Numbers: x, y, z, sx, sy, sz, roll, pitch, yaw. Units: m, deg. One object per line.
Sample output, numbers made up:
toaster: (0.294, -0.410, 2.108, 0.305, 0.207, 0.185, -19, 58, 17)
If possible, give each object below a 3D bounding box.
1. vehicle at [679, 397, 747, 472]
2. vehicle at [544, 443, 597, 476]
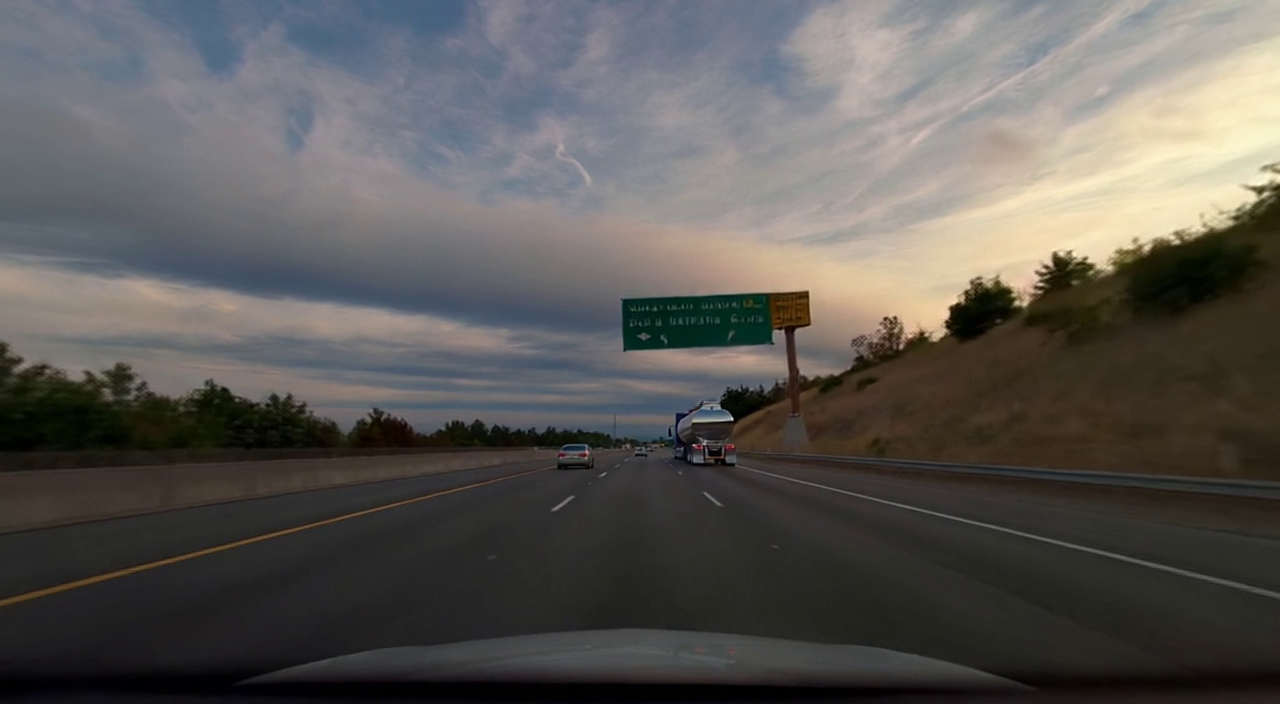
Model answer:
vehicle: (3.949, 4.849, 36.518, 2.759, 3.734, 9.708, 0, -9, 0)
vehicle: (-3.280, 5.172, 30.538, 1.986, 1.458, 4.506, 0, -9, 1)
